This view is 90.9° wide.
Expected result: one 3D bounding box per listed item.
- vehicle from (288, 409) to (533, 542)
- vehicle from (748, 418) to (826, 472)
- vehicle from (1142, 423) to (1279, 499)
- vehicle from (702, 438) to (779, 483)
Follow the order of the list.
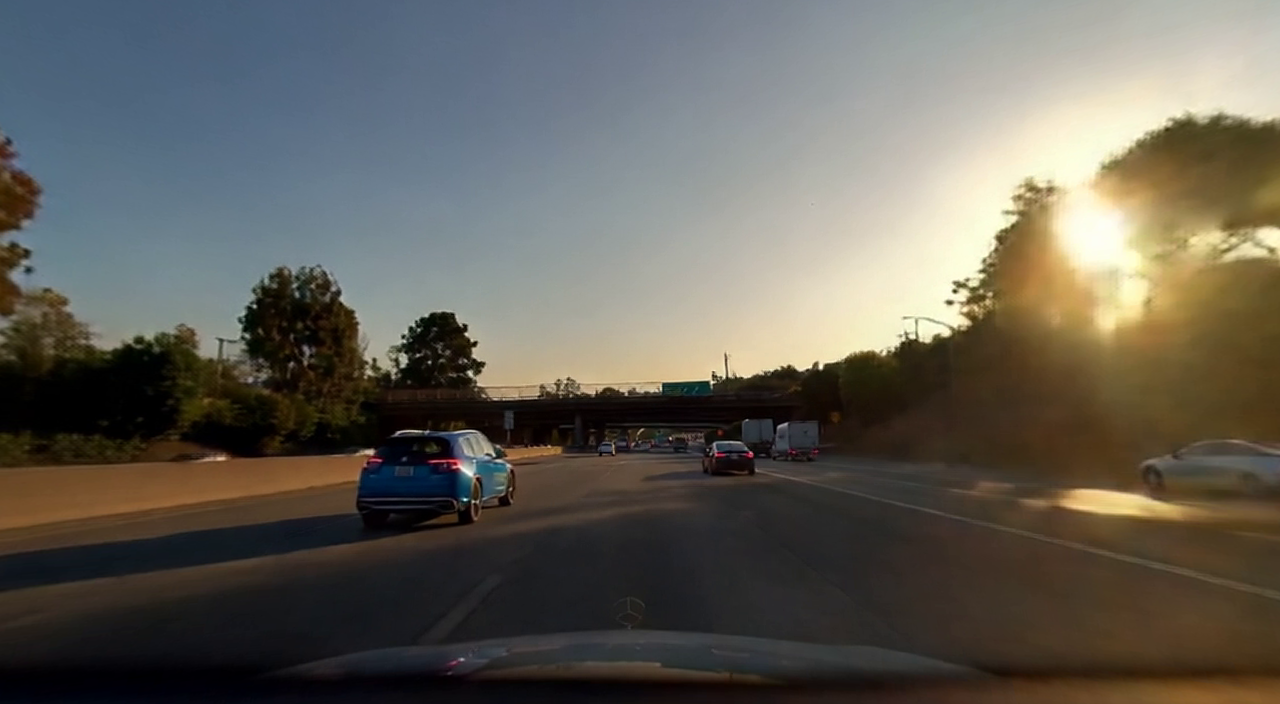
[{"bbox_3d":[-3.535,2.057,11.132,2.218,1.764,5.229,0,-9,2],"label":"vehicle"},{"bbox_3d":[7.664,4.922,33.479,2.729,2.628,4.875,0,-9,-2],"label":"vehicle"},{"bbox_3d":[18.040,3.096,18.170,2.221,1.995,5.803,0,-9,-2],"label":"vehicle"},{"bbox_3d":[3.609,4.010,23.587,2.080,1.493,4.674,0,-9,-1],"label":"vehicle"}]
